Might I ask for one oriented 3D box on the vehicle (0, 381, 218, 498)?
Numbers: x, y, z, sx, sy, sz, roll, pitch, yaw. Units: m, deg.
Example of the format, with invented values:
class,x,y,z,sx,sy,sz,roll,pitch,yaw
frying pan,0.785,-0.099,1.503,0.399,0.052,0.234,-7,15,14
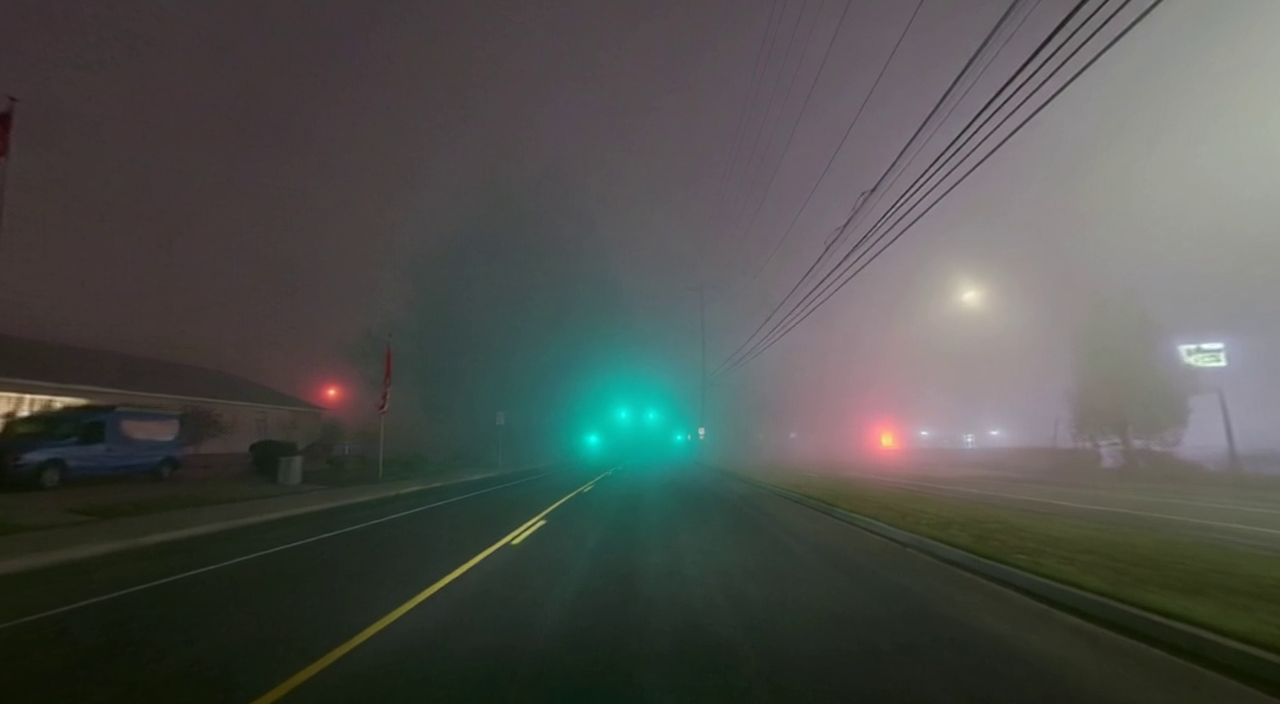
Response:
class,x,y,z,sx,sy,sz,roll,pitch,yaw
vehicle,-13.171,2.103,15.127,2.476,2.256,5.686,1,-8,-5
